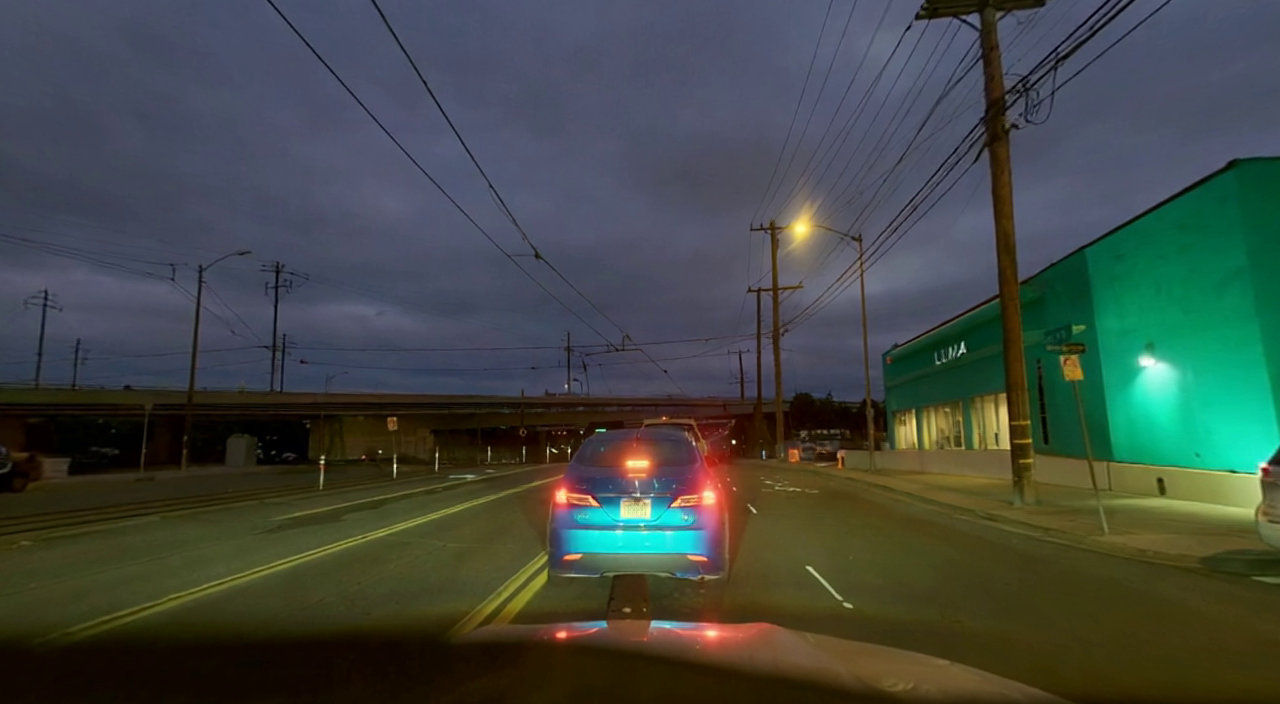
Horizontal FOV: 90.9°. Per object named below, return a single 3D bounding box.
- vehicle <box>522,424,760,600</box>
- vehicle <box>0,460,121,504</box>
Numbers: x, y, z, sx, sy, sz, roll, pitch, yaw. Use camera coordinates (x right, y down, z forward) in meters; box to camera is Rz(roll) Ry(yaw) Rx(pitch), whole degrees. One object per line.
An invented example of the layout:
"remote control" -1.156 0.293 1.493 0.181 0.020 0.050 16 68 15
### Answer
"vehicle" 0.095 1.711 7.624 2.090 1.518 4.033 -1 -9 3
"vehicle" -21.916 4.680 22.858 4.566 1.453 1.935 -1 -9 5
